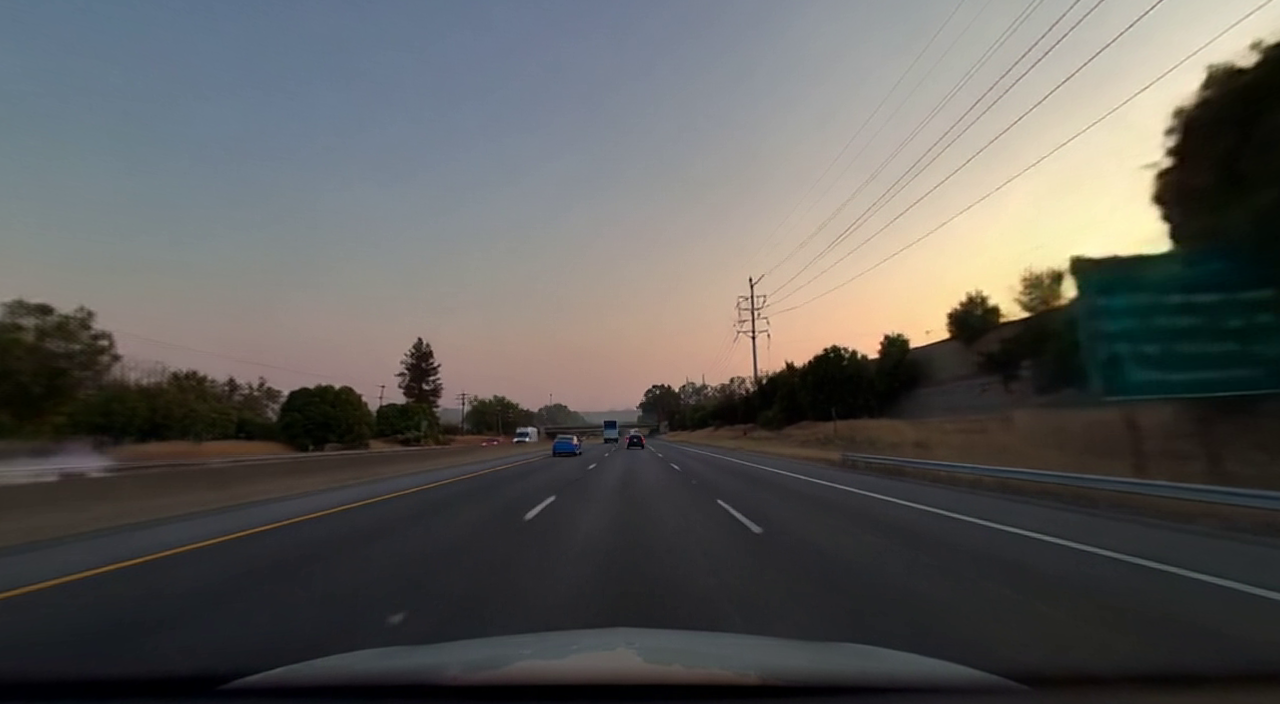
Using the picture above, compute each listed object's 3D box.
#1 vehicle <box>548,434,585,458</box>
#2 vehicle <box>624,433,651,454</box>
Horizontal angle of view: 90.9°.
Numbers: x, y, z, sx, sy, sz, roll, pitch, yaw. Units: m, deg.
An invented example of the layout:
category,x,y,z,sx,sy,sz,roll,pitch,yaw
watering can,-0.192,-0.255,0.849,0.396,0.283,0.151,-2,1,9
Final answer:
category,x,y,z,sx,sy,sz,roll,pitch,yaw
vehicle,-4.631,5.948,40.124,1.911,1.477,3.807,0,-8,0
vehicle,-0.227,6.807,46.843,1.890,1.472,3.716,0,-8,-1
